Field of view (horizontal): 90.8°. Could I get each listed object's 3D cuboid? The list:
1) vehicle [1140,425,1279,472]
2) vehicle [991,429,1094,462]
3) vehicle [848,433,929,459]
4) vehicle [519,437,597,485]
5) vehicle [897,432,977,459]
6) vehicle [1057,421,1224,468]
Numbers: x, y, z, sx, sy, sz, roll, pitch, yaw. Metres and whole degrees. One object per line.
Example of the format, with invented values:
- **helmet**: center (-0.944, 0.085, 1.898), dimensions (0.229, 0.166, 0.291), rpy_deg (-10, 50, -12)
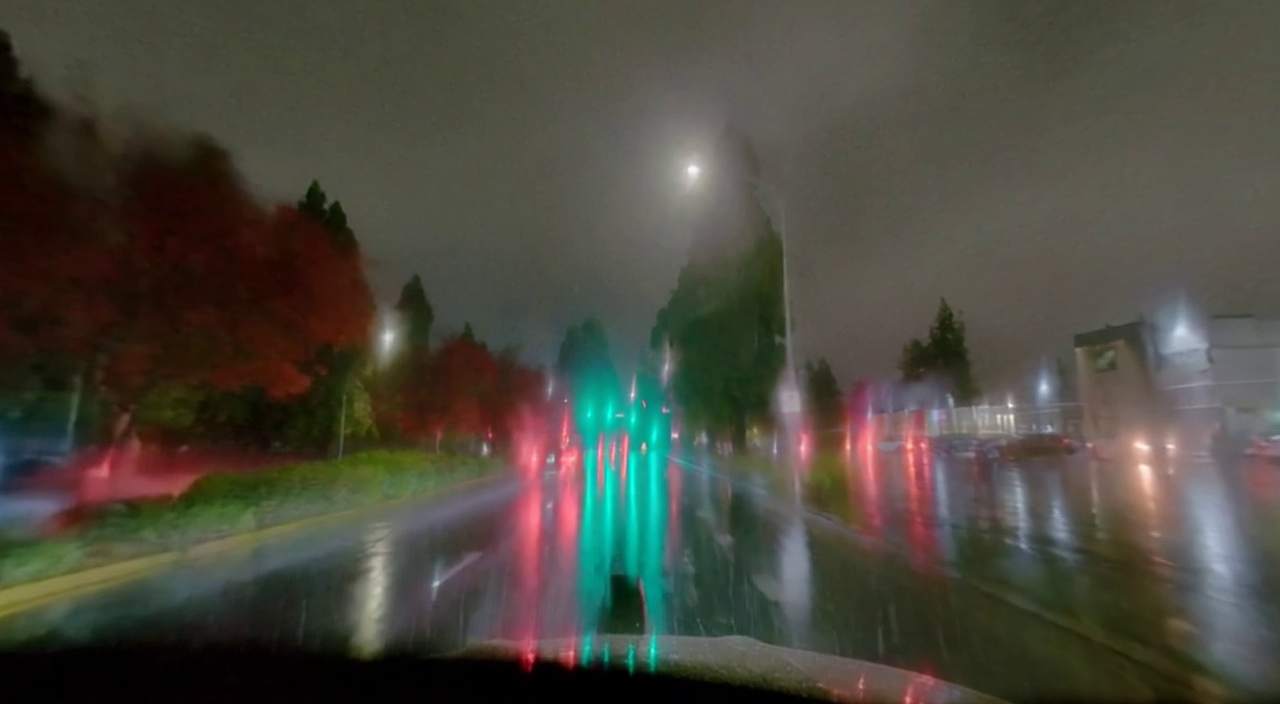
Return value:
- **vehicle**: center (18.984, 3.143, 20.595), dimensions (3.874, 1.438, 1.903), rpy_deg (1, -8, -7)
- **vehicle**: center (18.263, 4.263, 28.740), dimensions (3.731, 1.430, 1.640), rpy_deg (2, -9, -11)
- **vehicle**: center (16.630, 6.306, 42.366), dimensions (4.564, 1.663, 2.033), rpy_deg (1, -9, -9)
- **vehicle**: center (-2.791, 3.841, 22.620), dimensions (2.011, 1.498, 4.914), rpy_deg (0, -8, 2)
- **vehicle**: center (17.240, 5.416, 36.706), dimensions (3.846, 1.488, 1.695), rpy_deg (1, -8, -9)
- **vehicle**: center (18.494, 3.444, 23.463), dimensions (4.608, 1.598, 1.975), rpy_deg (0, -10, -6)
